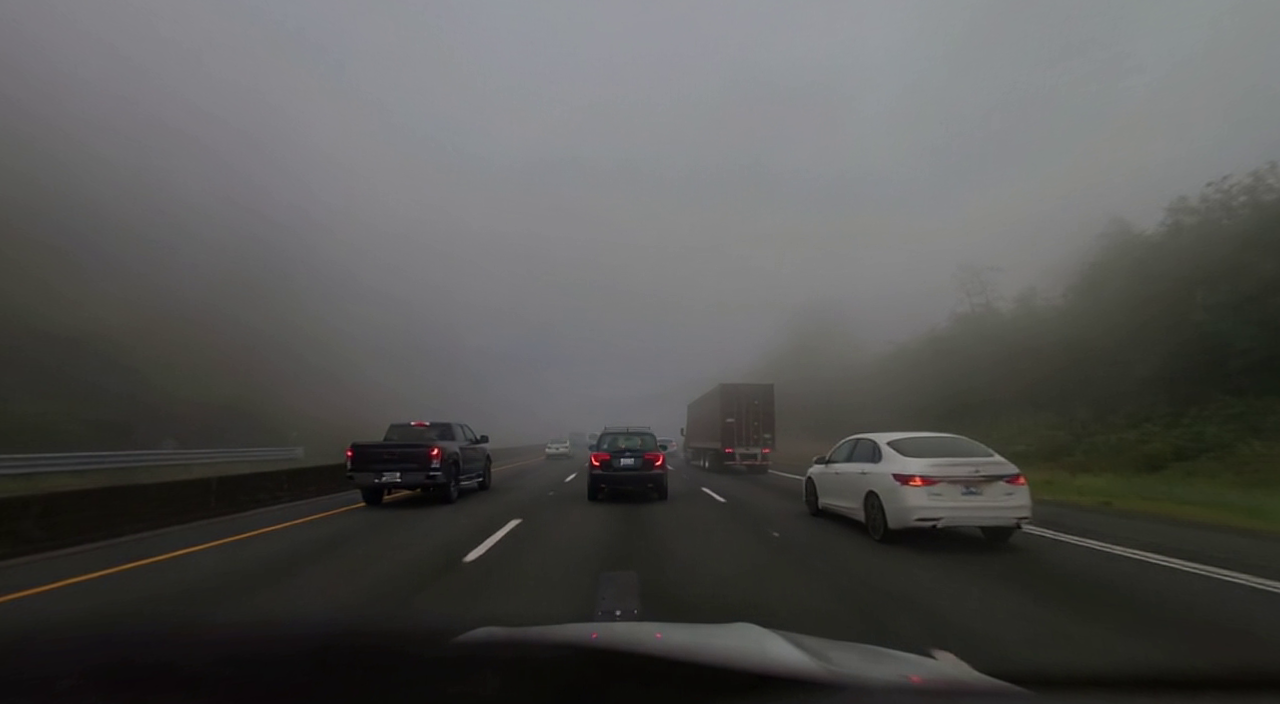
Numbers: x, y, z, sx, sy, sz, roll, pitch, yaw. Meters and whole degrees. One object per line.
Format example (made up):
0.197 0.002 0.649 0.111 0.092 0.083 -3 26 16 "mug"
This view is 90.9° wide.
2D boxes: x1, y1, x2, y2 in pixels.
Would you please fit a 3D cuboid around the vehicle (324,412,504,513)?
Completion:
-4.515 2.274 13.531 2.101 1.767 4.702 0 -8 0 "vehicle"

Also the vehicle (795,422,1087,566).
3.634 1.754 8.597 1.951 1.477 3.963 0 -8 -1 "vehicle"

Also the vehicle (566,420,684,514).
-0.293 2.296 13.076 2.083 1.647 3.799 0 -8 -1 "vehicle"

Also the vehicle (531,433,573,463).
-5.169 5.689 37.542 1.971 1.648 3.983 0 -8 -1 "vehicle"

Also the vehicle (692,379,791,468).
5.286 4.260 36.311 2.888 4.135 14.071 0 -8 -2 "vehicle"
